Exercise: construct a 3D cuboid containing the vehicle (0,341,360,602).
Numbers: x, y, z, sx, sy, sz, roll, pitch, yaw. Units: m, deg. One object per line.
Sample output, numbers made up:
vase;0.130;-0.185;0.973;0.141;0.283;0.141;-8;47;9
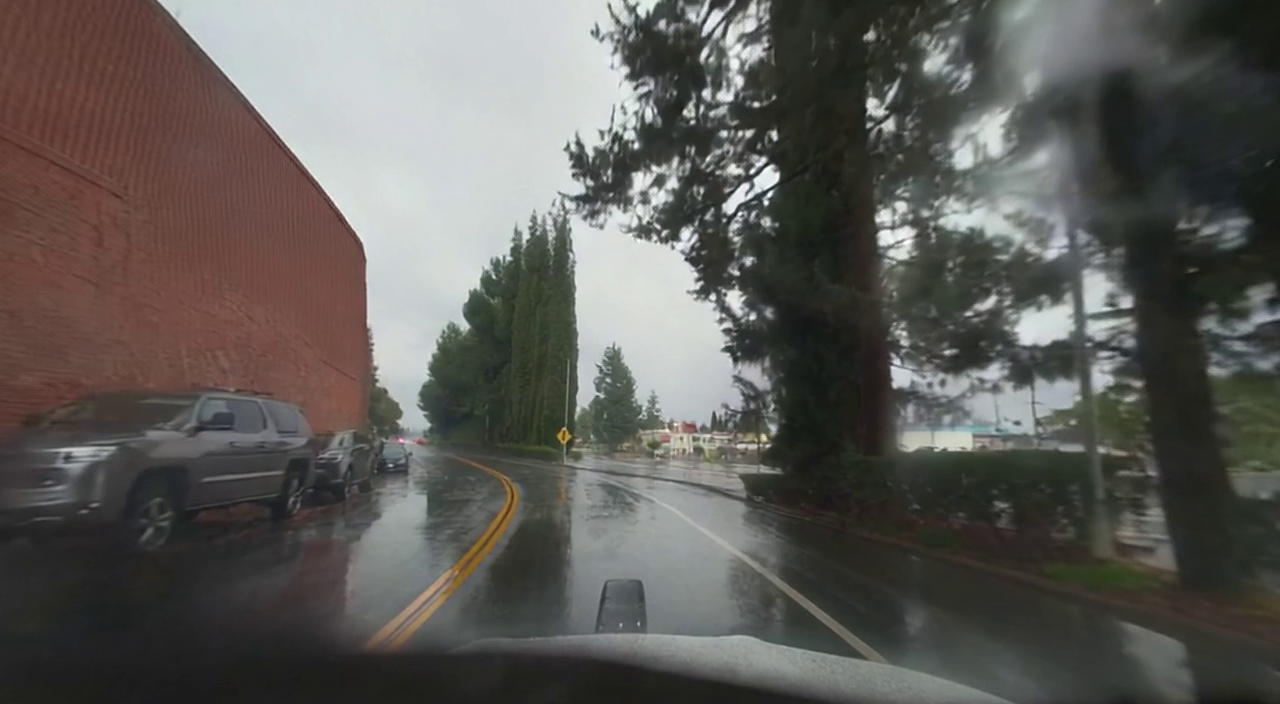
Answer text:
vehicle;-7.156;1.553;9.475;3.073;2.458;6.937;3;-8;-4
